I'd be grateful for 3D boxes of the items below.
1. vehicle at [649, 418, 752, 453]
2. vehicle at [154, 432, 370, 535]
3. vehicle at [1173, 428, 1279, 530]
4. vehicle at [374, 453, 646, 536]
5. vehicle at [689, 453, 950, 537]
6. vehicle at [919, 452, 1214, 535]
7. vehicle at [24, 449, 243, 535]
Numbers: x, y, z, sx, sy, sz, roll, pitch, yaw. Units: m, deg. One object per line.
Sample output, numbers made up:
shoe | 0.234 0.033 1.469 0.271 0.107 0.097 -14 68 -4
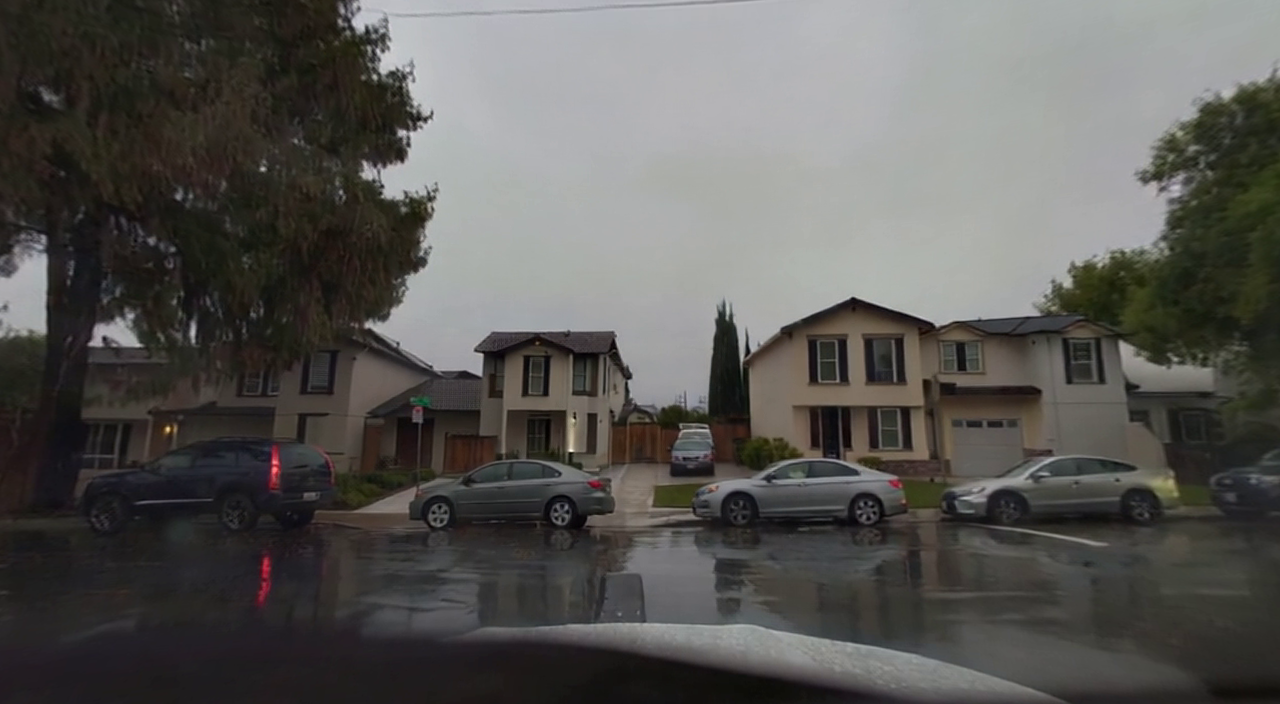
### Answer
vehicle | 2.715 3.855 28.946 4.565 1.479 1.775 1 -8 -1
vehicle | -8.420 2.906 14.677 2.046 1.969 4.585 0 -8 2
vehicle | 14.676 2.662 13.348 4.513 1.970 2.512 1 -8 -3
vehicle | -2.421 2.814 12.749 5.075 1.436 1.863 1 -8 1
vehicle | 3.365 2.783 12.557 4.663 1.452 1.801 1 -8 1
vehicle | 8.507 2.829 12.836 4.785 1.471 1.798 1 -8 -3
vehicle | -11.410 3.104 14.639 1.827 1.648 4.030 1 -8 -3
